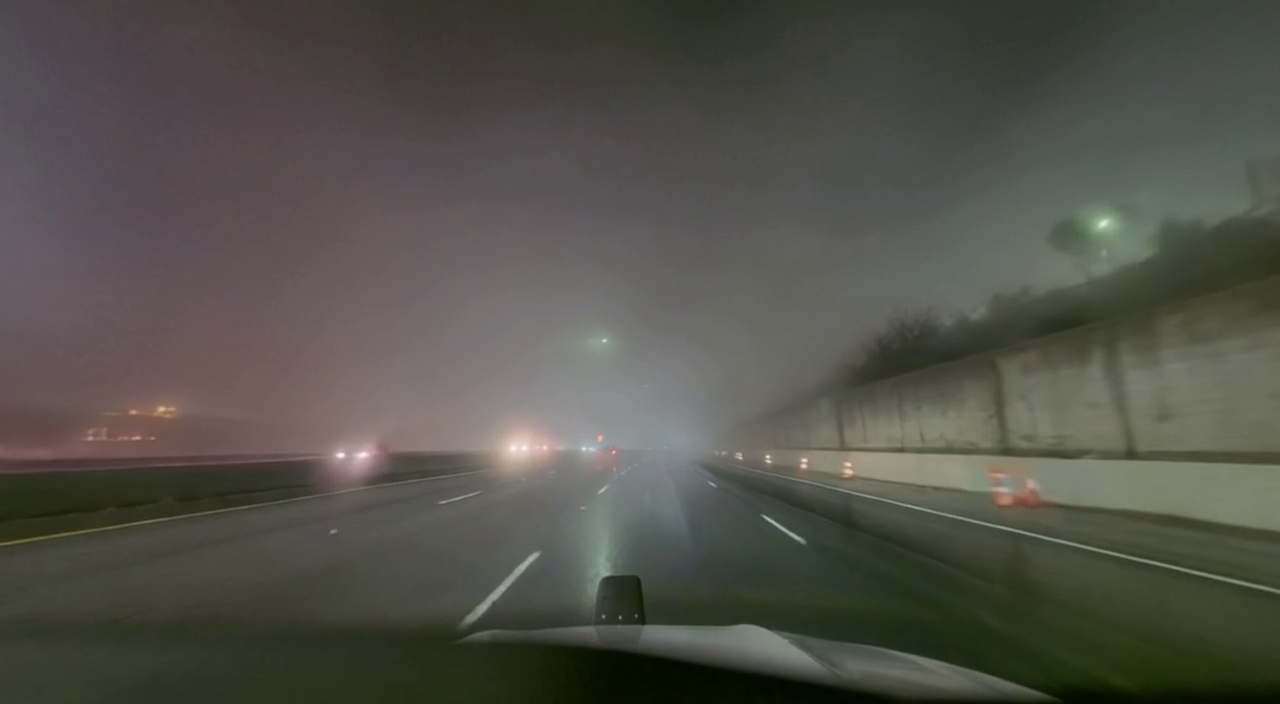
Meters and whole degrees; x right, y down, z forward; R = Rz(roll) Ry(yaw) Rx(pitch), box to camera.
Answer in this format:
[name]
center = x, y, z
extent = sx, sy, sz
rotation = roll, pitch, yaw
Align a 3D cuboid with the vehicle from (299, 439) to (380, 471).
[vehicle]
center = -15.215, 5.231, 32.117
extent = 1.931, 1.525, 4.044
rotation = -1, -9, 3
